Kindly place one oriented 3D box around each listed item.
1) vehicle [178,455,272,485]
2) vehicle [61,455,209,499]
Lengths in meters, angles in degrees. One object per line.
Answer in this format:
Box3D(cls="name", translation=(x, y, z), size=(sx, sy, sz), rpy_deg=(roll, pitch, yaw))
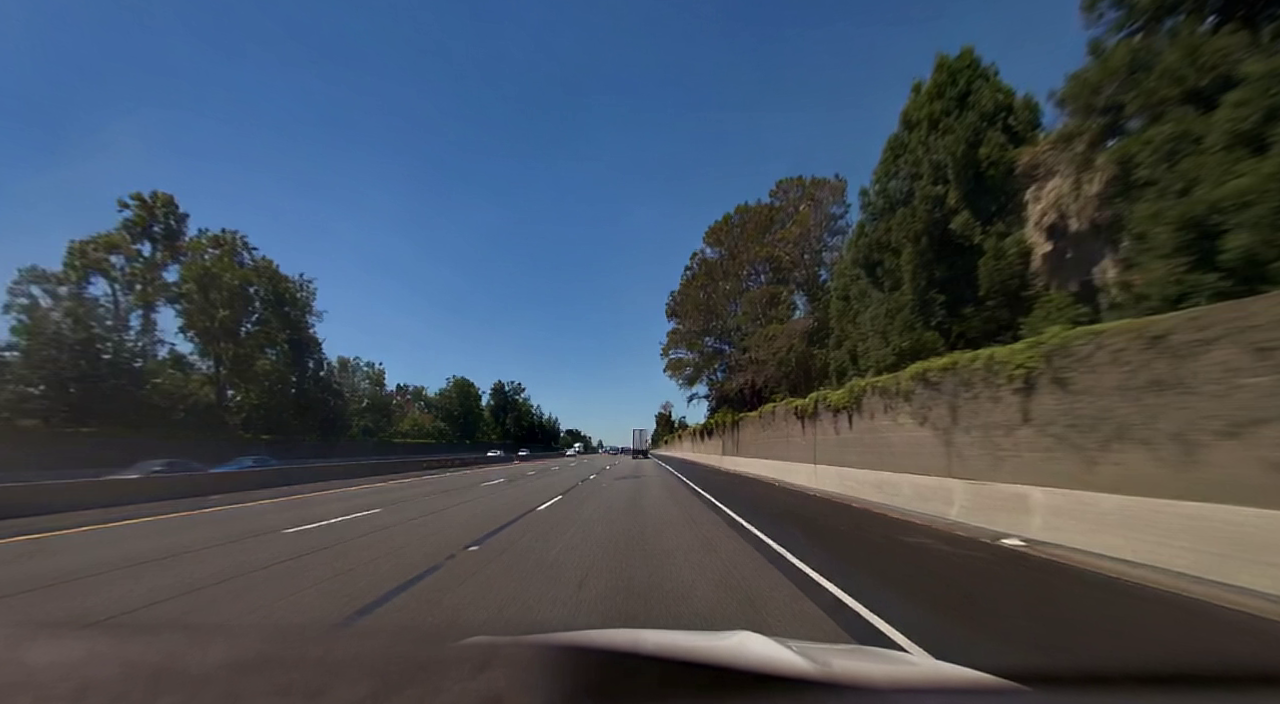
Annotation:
Box3D(cls="vehicle", translation=(-23.852, 6.784, 36.527), size=(2.255, 1.555, 4.759), rpy_deg=(0, -9, 0))
Box3D(cls="vehicle", translation=(-19.265, 4.753, 24.412), size=(1.831, 1.493, 4.682), rpy_deg=(0, -9, 0))
